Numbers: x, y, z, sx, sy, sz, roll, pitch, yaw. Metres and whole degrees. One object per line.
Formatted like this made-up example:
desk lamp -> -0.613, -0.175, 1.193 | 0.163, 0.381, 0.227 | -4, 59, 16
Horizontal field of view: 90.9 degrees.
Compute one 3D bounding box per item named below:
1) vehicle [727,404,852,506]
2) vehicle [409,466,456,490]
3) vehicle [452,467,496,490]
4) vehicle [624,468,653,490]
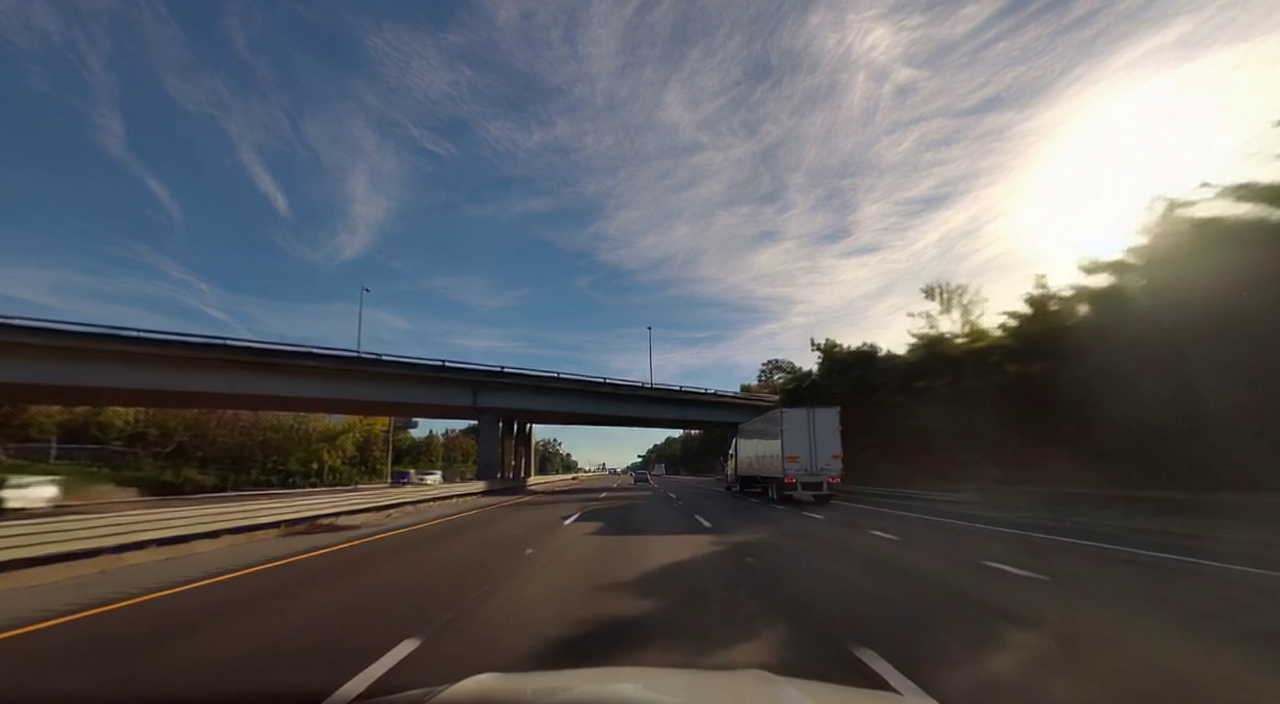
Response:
vehicle -> 7.011, 5.440, 32.479 | 2.926, 4.073, 13.836 | 1, -10, 0
vehicle -> -15.112, 9.219, 46.169 | 1.887, 1.599, 4.561 | 1, -10, -1
vehicle -> -11.284, 8.620, 43.145 | 1.870, 1.478, 4.173 | 1, -10, -1
vehicle -> -0.103, 9.192, 45.815 | 2.029, 1.459, 3.684 | 1, -10, 0
